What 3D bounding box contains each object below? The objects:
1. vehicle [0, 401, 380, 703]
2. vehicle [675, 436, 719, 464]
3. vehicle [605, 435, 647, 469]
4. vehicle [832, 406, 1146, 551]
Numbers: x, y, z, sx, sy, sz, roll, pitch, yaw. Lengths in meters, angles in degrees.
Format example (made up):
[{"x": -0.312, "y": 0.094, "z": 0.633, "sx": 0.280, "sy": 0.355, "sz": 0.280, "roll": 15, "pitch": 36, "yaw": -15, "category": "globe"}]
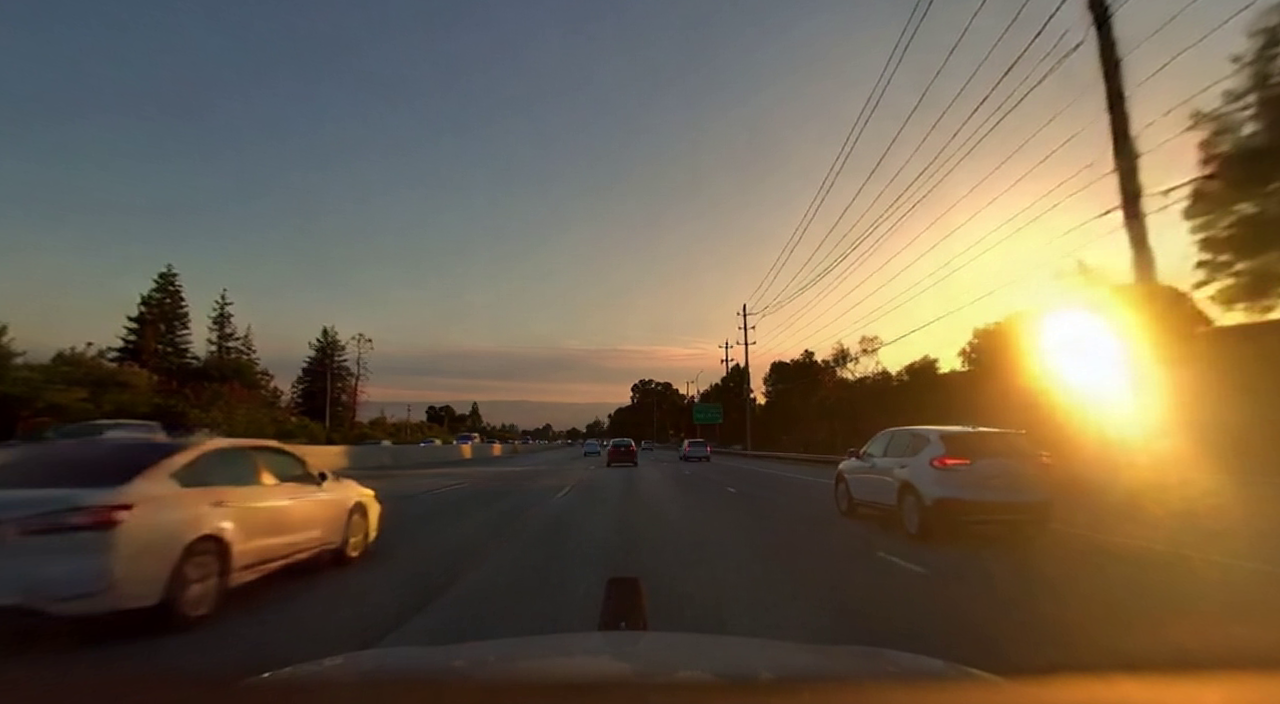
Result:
[{"x": -4.212, "y": 1.301, "z": 4.967, "sx": 2.091, "sy": 1.562, "sz": 5.220, "roll": 0, "pitch": -8, "yaw": 0, "category": "vehicle"}, {"x": 3.600, "y": 6.340, "z": 40.985, "sx": 2.099, "sy": 1.720, "sz": 4.829, "roll": 0, "pitch": -8, "yaw": -4, "category": "vehicle"}, {"x": -0.824, "y": 5.546, "z": 35.165, "sx": 2.192, "sy": 1.769, "sz": 4.287, "roll": 0, "pitch": -8, "yaw": -2, "category": "vehicle"}, {"x": 4.946, "y": 1.864, "z": 10.029, "sx": 2.102, "sy": 1.723, "sz": 4.745, "roll": 0, "pitch": -8, "yaw": -3, "category": "vehicle"}]
